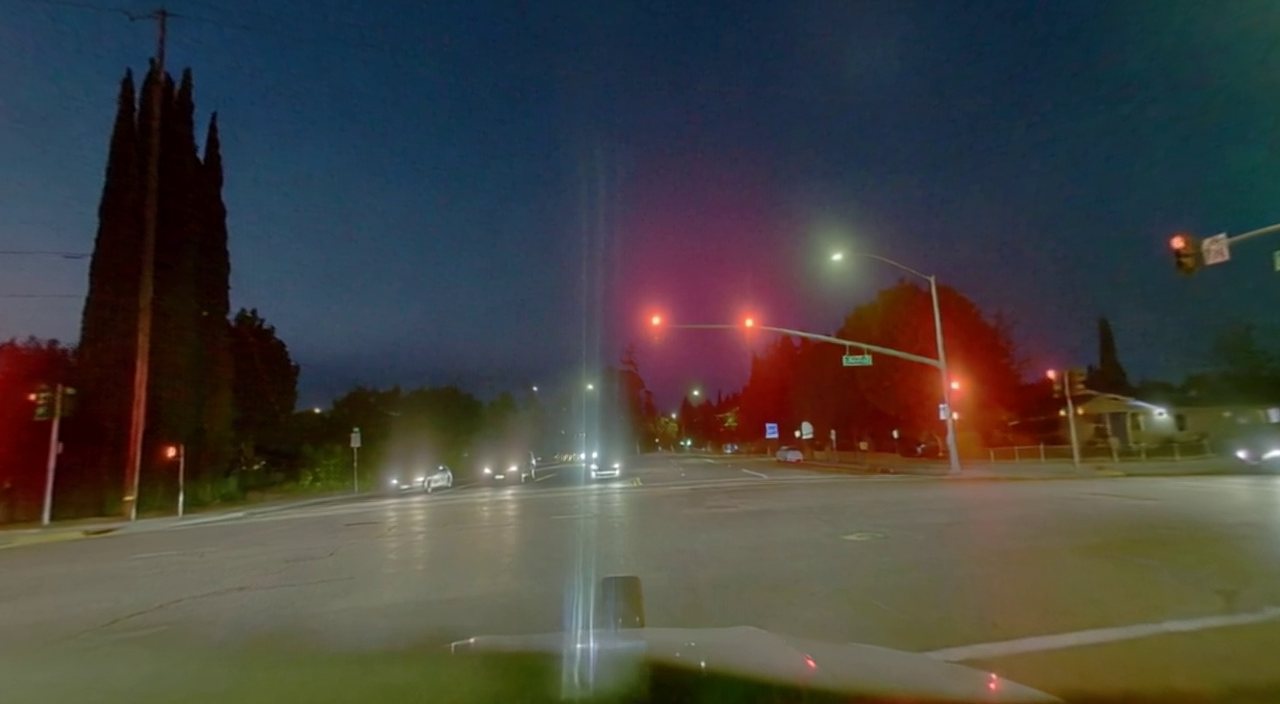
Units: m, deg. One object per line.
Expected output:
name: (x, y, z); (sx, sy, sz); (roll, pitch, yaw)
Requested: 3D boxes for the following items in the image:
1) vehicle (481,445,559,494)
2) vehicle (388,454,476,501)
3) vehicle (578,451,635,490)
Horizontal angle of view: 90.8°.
vehicle: (-5.322, 5.282, 28.883); (2.479, 1.977, 5.254); (-1, -9, 1)
vehicle: (-9.115, 5.508, 28.183); (2.241, 1.819, 4.690); (-1, -9, 1)
vehicle: (-1.363, 5.139, 27.815); (2.174, 1.477, 4.805); (-1, -9, 1)
